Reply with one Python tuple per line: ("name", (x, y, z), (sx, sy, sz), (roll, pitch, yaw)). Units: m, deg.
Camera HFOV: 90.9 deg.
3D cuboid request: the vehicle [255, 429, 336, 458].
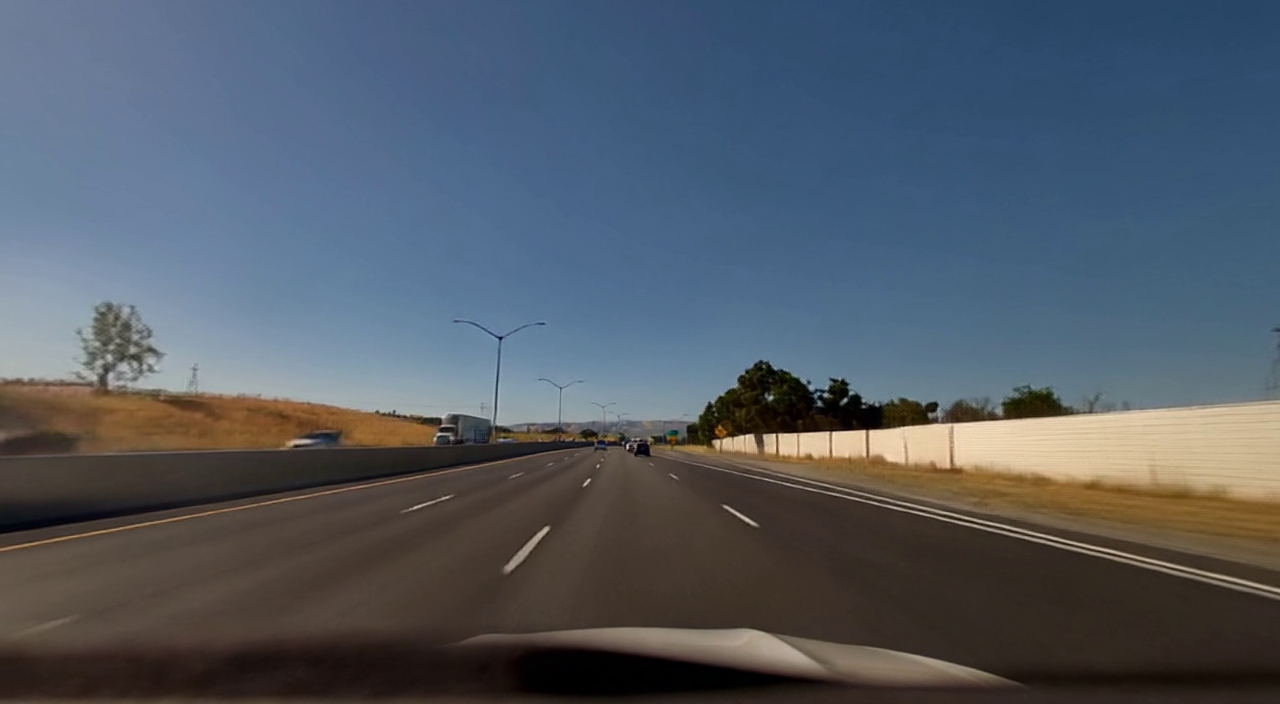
("vehicle", (-21.089, 5.656, 38.901), (2.147, 1.654, 5.269), (0, -8, -2))
